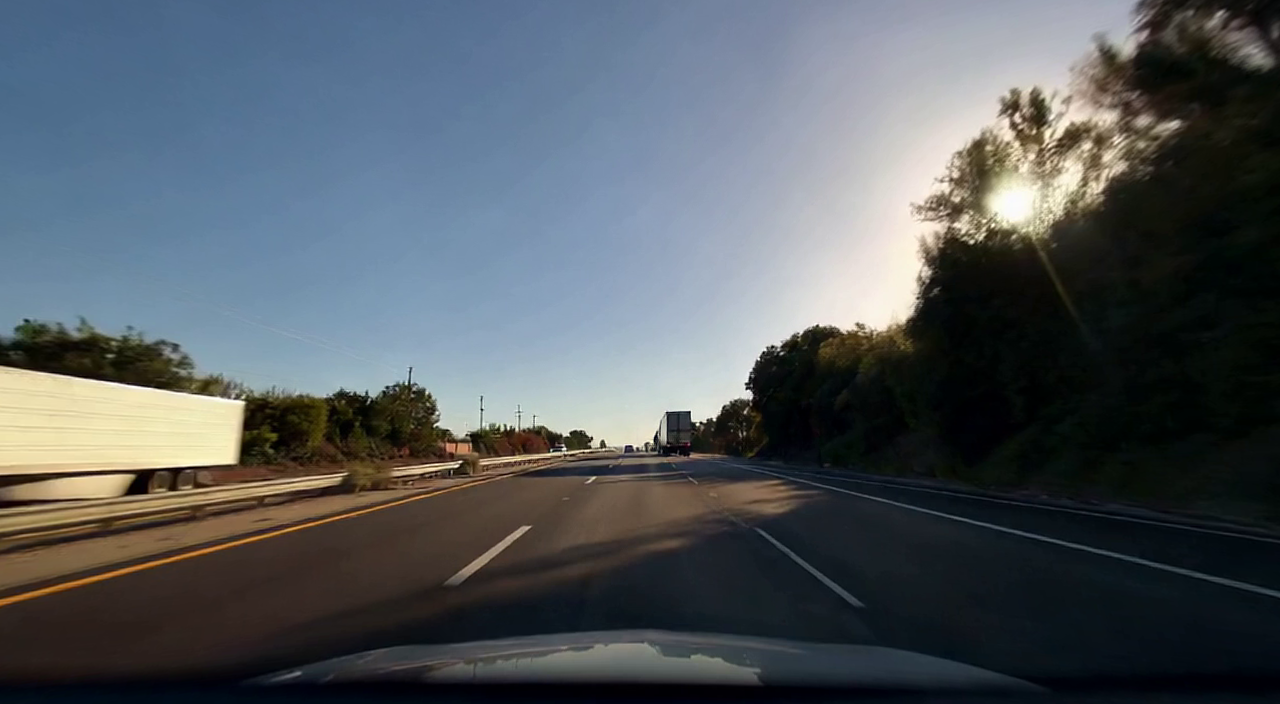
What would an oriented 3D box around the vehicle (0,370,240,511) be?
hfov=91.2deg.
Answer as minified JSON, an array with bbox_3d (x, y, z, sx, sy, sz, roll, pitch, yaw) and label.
[{"bbox_3d":[-18.878,3.197,22.604,2.976,4.034,8.952,0,-9,0],"label":"vehicle"}]
